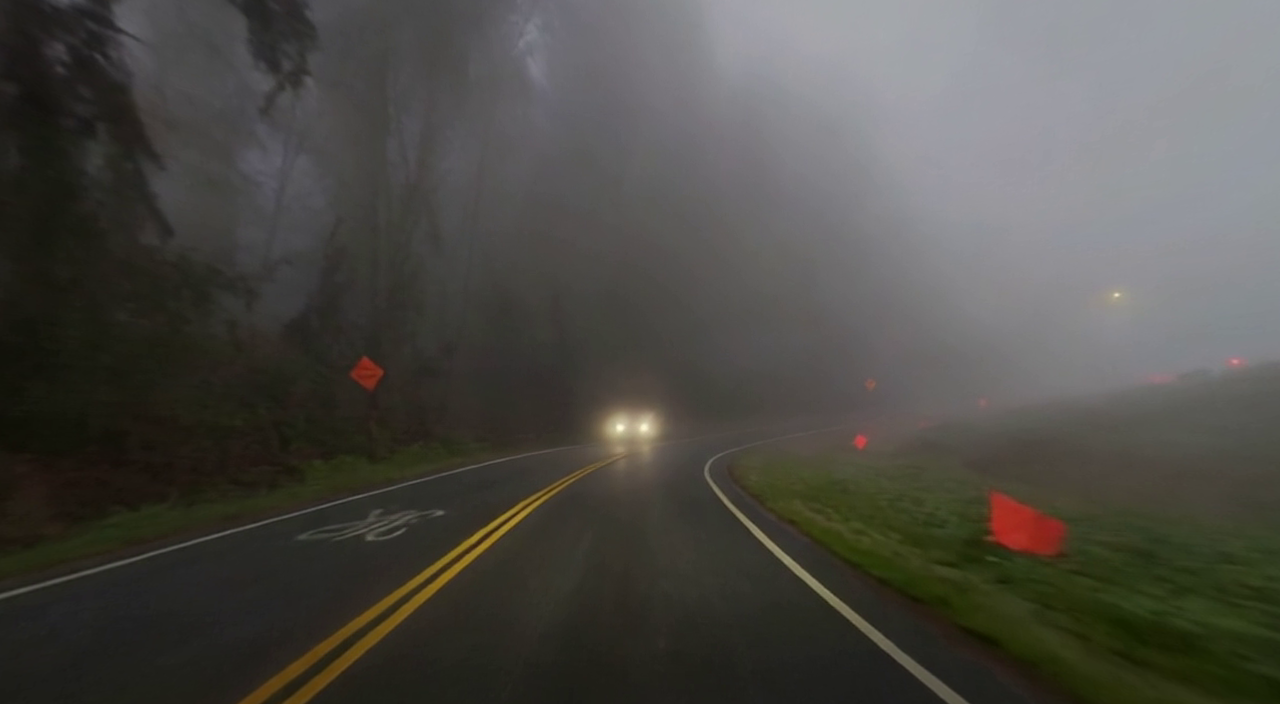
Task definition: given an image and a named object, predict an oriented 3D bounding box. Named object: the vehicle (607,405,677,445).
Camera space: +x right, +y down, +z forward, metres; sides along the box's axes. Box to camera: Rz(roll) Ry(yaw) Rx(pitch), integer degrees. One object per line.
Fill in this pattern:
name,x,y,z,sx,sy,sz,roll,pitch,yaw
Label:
vehicle,0.207,3.873,33.155,2.095,1.939,4.857,-3,-8,21
